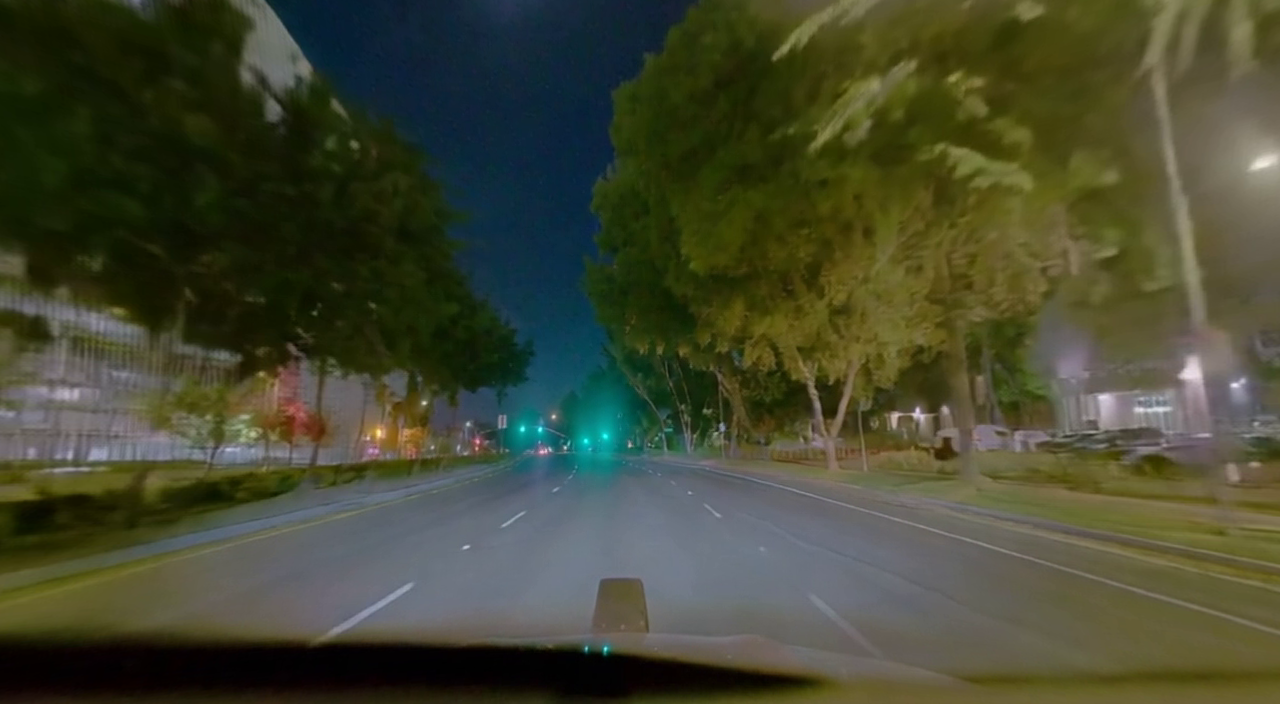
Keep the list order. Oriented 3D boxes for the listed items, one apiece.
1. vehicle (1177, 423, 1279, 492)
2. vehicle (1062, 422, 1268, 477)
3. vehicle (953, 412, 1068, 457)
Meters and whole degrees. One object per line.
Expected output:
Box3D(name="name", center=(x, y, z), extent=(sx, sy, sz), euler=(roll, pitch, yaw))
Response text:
Box3D(name="vehicle", center=(15.658, 2.449, 14.834), extent=(4.251, 1.479, 2.038), euler=(0, -9, -4))
Box3D(name="vehicle", center=(15.643, 2.915, 18.968), extent=(4.526, 1.517, 1.979), euler=(0, -9, -4))
Box3D(name="vehicle", center=(15.150, 3.405, 25.881), extent=(3.595, 1.749, 1.726), euler=(1, -9, -5))
